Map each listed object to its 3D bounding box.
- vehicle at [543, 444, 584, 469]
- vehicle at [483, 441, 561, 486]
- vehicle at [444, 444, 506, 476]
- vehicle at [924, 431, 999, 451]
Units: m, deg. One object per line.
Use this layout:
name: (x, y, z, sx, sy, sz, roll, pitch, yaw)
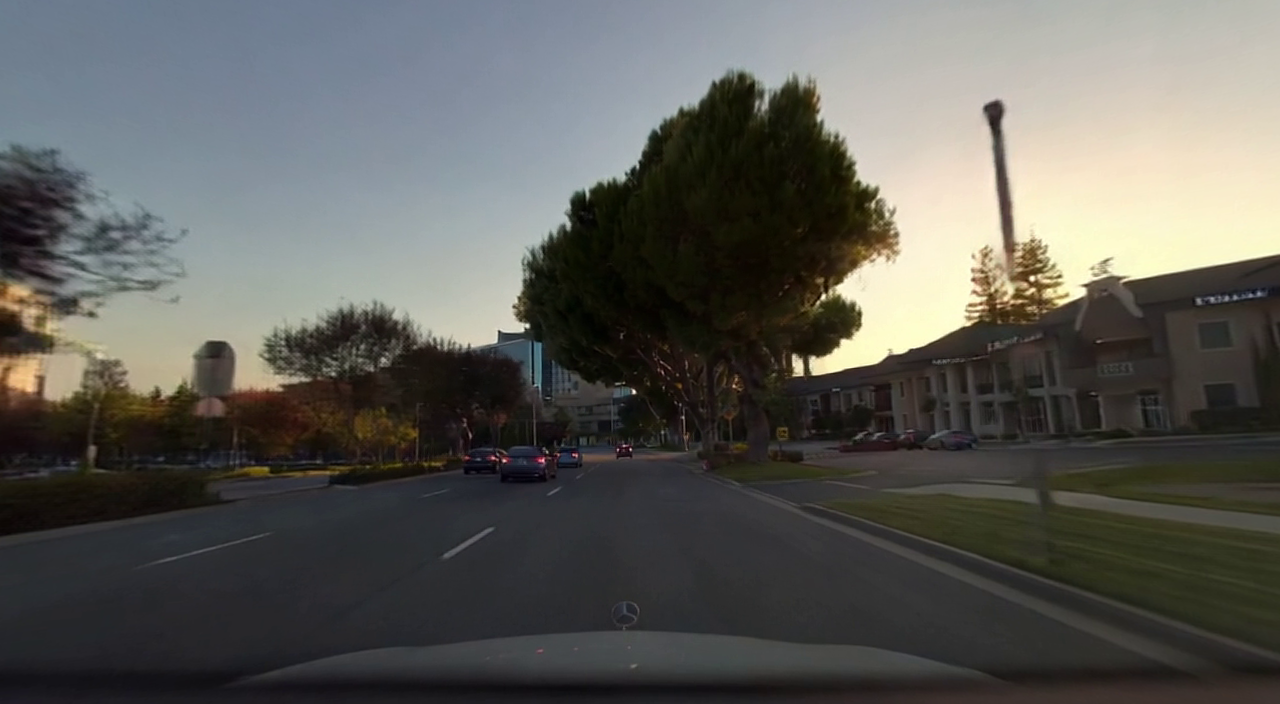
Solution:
vehicle: (-4.526, 6.286, 38.096, 1.971, 1.414, 4.317, 0, -8, -1)
vehicle: (-4.241, 4.061, 23.456, 2.011, 1.483, 4.596, 0, -8, 0)
vehicle: (-8.473, 5.555, 32.829, 1.976, 1.497, 4.709, 0, -8, 0)
vehicle: (24.410, 6.775, 48.067, 4.614, 1.464, 1.856, 0, -8, -1)
